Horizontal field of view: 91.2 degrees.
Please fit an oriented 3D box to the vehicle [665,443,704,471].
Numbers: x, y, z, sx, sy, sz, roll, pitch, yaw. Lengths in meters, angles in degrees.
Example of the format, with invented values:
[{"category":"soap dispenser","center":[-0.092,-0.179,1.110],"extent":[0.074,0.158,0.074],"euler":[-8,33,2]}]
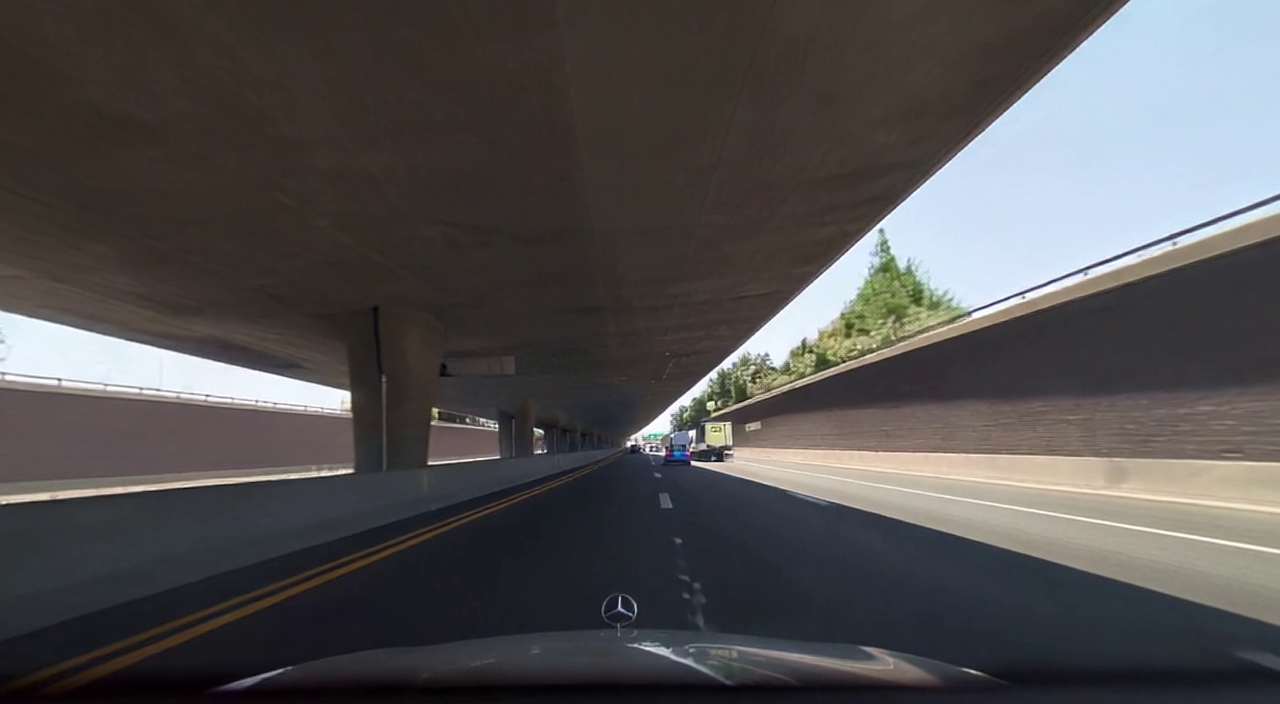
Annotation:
[{"category":"vehicle","center":[2.566,6.186,37.072],"extent":[1.970,1.560,4.182],"euler":[0,-9,-1]}]
